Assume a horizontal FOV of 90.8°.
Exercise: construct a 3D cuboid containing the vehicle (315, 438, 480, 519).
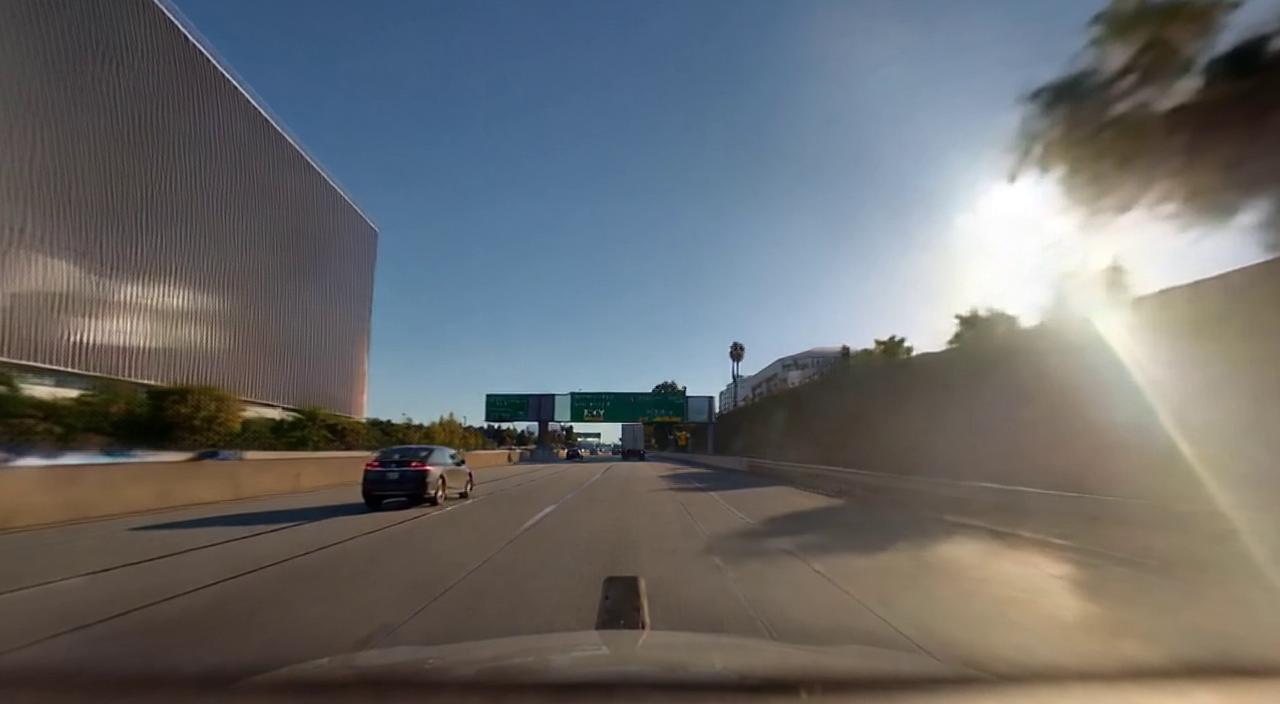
[{"bbox_3d":[-5.130,2.713,14.066,1.943,1.510,4.201,0,-9,1],"label":"vehicle"}]
